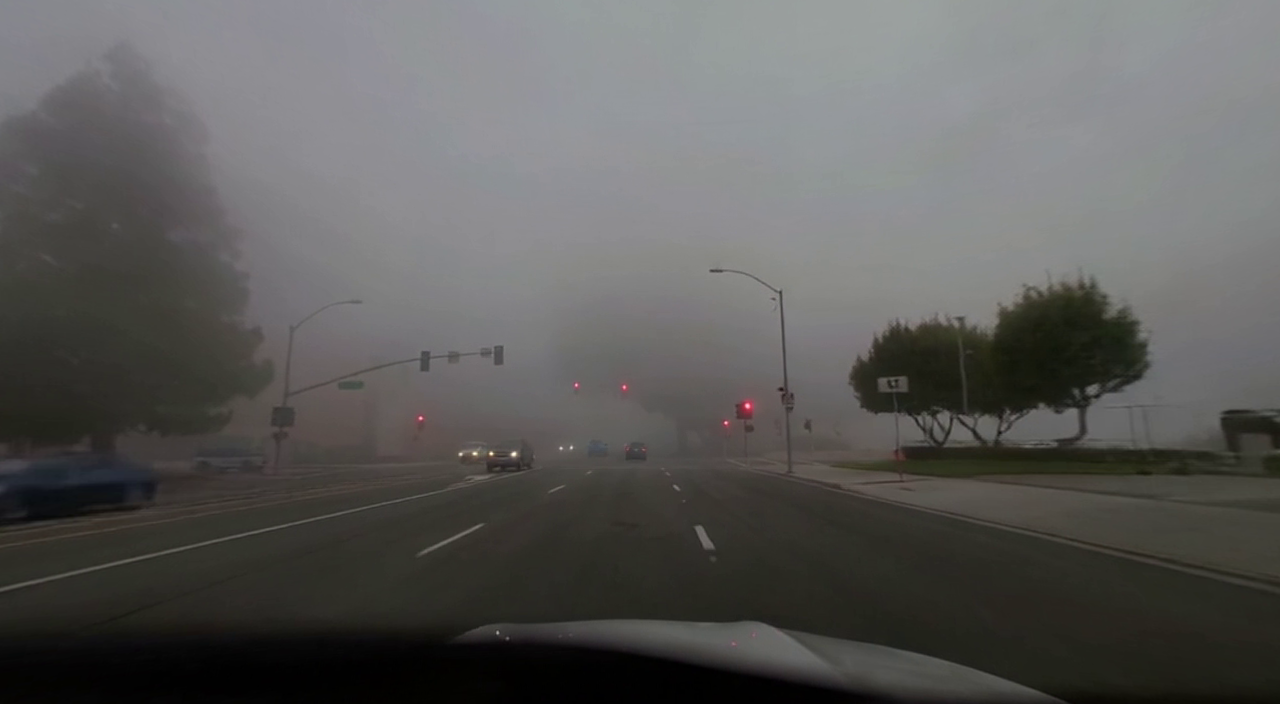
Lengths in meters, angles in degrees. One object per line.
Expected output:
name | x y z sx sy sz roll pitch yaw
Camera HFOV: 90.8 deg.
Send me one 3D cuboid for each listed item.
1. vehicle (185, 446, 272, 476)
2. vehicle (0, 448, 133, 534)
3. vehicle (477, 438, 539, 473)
vehicle | -31.069 8.228 47.831 4.957 1.928 2.203 -2 -8 -5
vehicle | -11.914 2.459 11.286 1.987 1.445 4.482 0 -9 0
vehicle | -7.019 5.548 34.116 2.262 1.708 4.466 -1 -9 2
